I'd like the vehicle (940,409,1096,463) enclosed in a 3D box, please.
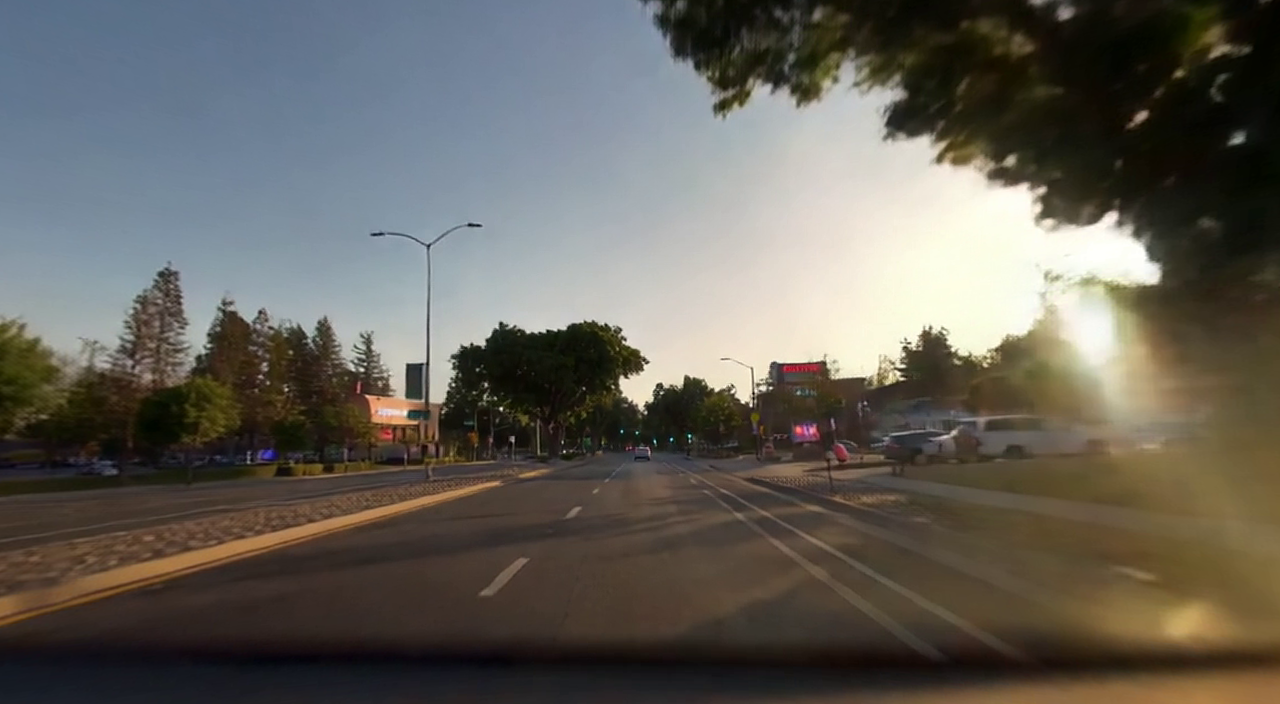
[{"bbox_3d":[13.988,3.140,23.580,4.514,1.929,1.991,0,-8,-4],"label":"vehicle"}]
